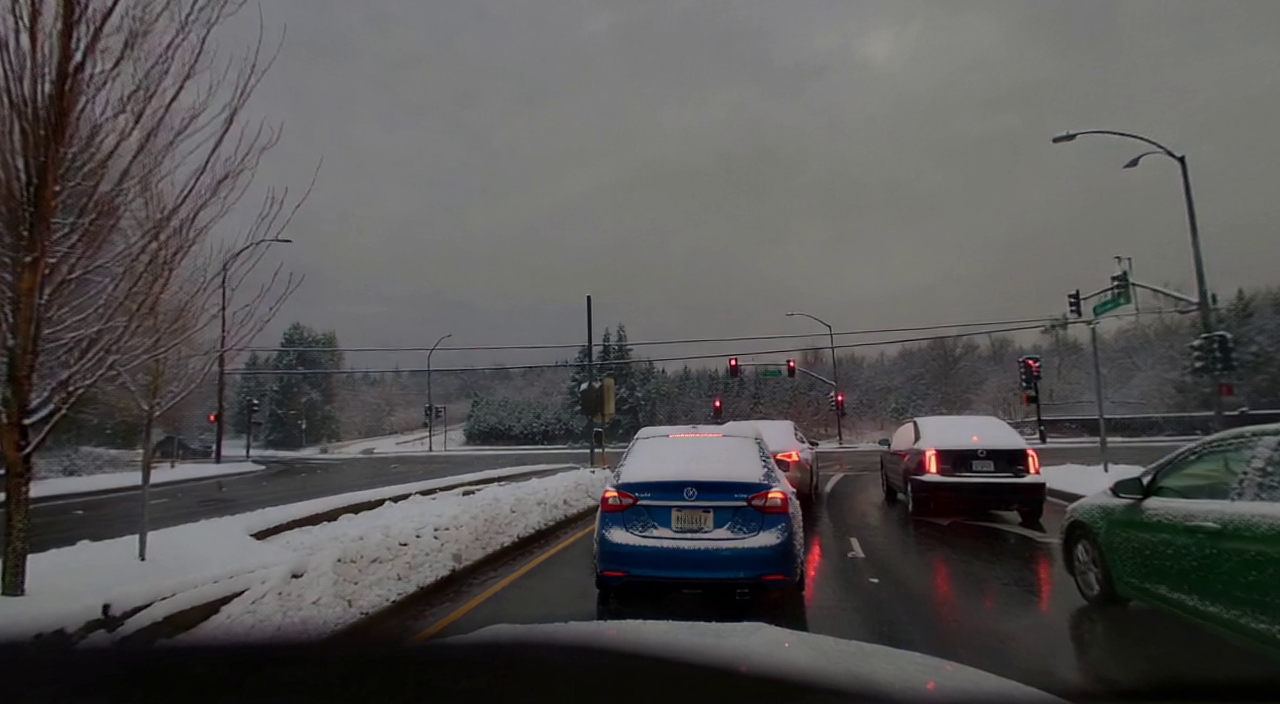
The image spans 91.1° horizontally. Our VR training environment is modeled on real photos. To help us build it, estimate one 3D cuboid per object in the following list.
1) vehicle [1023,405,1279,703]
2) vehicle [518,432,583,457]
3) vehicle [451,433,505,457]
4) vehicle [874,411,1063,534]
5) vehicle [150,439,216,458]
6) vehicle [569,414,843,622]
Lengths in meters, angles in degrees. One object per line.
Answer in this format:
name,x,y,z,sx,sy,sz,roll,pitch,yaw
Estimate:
vehicle,4.242,1.062,3.370,1.954,1.508,4.441,-1,-8,6
vehicle,-5.961,6.114,41.553,1.932,1.573,4.509,8,-12,-44
vehicle,-12.466,7.133,48.193,1.972,1.705,4.457,8,-11,-44
vehicle,5.540,2.046,11.289,2.102,1.717,4.373,-2,-9,16
vehicle,-35.394,7.450,48.635,1.652,1.433,3.733,-7,-11,40
vehicle,0.855,1.499,6.691,2.052,1.483,3.928,-2,-8,12
